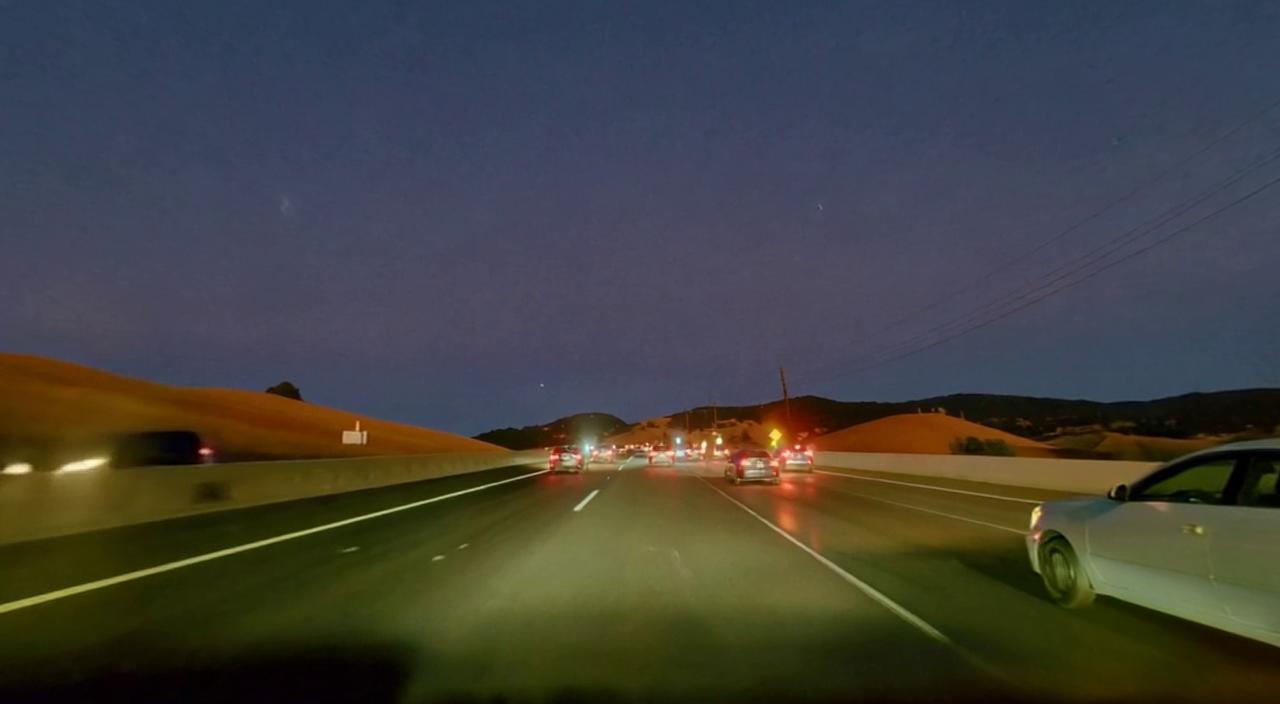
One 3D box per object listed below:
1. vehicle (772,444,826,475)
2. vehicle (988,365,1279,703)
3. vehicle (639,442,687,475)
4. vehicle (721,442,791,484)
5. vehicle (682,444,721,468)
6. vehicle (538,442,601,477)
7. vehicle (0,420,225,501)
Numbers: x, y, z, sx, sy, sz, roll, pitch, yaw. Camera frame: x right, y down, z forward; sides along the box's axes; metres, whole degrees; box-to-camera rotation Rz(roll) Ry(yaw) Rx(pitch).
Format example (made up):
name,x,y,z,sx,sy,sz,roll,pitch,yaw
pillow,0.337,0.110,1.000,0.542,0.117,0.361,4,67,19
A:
name,x,y,z,sx,sy,sz,roll,pitch,yaw
vehicle,8.387,5.675,33.637,1.843,1.505,4.007,0,-8,0
vehicle,3.906,0.900,2.866,2.018,1.670,4.658,0,-8,1
vehicle,1.045,5.167,30.764,2.138,1.473,4.392,0,-8,0
vehicle,4.406,4.262,24.560,1.867,1.465,4.093,0,-8,-1
vehicle,4.075,6.928,42.237,2.177,1.453,4.205,0,-8,0
vehicle,-3.068,4.834,28.506,2.232,1.438,4.163,-1,-8,2
vehicle,-14.089,2.814,16.731,2.147,1.742,5.739,-1,-8,2
